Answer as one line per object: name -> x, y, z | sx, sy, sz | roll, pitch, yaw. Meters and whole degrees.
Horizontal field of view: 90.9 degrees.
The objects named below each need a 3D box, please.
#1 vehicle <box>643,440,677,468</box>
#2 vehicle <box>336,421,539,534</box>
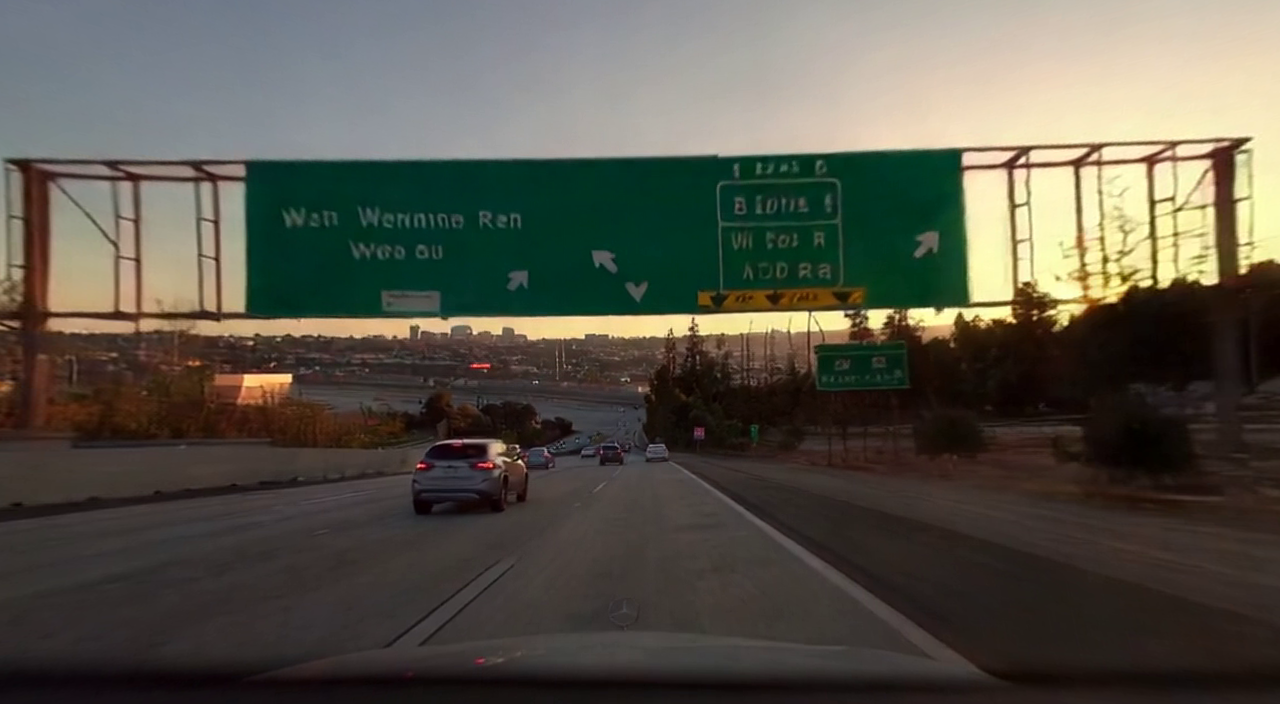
vehicle -> 1.279, 6.693, 41.559 | 2.135, 1.697, 4.757 | 0, -8, 1
vehicle -> -3.505, 2.280, 12.144 | 2.136, 1.718, 4.873 | 0, -8, 2
